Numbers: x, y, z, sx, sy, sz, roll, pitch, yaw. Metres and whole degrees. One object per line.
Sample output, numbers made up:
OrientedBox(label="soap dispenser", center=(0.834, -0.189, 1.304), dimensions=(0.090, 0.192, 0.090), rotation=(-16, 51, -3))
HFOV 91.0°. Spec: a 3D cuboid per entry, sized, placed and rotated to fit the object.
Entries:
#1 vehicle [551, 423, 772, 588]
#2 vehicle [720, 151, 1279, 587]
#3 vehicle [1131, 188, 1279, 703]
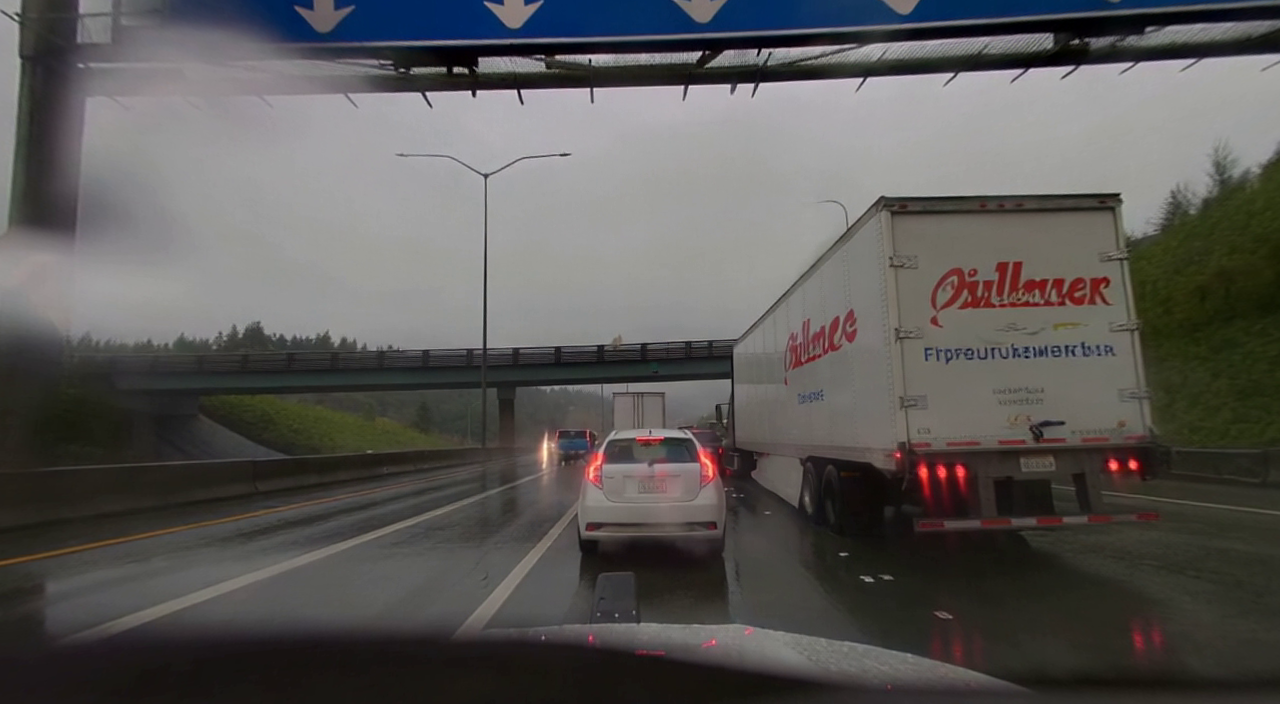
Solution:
OrientedBox(label="vehicle", center=(0.185, 1.687, 7.716), dimensions=(2.045, 1.490, 3.597), rotation=(-1, -8, 0))
OrientedBox(label="vehicle", center=(4.195, 1.055, 12.962), dimensions=(2.827, 4.081, 14.305), rotation=(0, -8, -1))
OrientedBox(label="vehicle", center=(4.733, 0.129, 0.637), dimensions=(2.892, 2.615, 6.650), rotation=(0, -8, -2))
